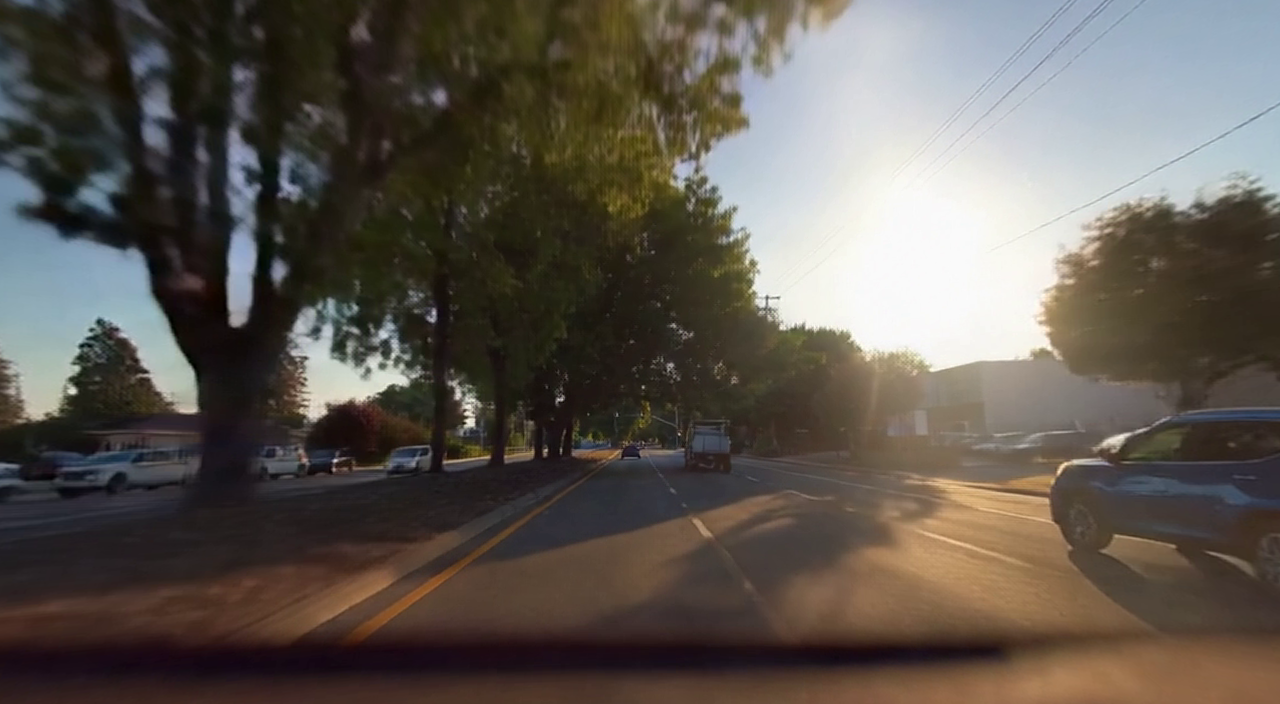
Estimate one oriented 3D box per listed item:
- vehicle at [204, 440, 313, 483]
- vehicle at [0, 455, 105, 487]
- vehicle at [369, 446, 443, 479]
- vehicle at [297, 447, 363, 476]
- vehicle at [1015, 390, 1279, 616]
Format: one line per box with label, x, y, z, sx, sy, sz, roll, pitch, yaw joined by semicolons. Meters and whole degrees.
vehicle;-19.645;5.646;32.945;2.281;2.035;5.418;0;-8;0
vehicle;-28.824;5.715;30.494;4.228;1.456;1.998;-1;-8;2
vehicle;-11.580;5.466;31.628;1.888;1.480;4.644;0;-8;0
vehicle;-19.565;6.888;40.081;2.060;1.665;4.282;0;-8;-1
vehicle;6.030;1.335;5.997;2.012;1.754;4.635;0;-8;-1
